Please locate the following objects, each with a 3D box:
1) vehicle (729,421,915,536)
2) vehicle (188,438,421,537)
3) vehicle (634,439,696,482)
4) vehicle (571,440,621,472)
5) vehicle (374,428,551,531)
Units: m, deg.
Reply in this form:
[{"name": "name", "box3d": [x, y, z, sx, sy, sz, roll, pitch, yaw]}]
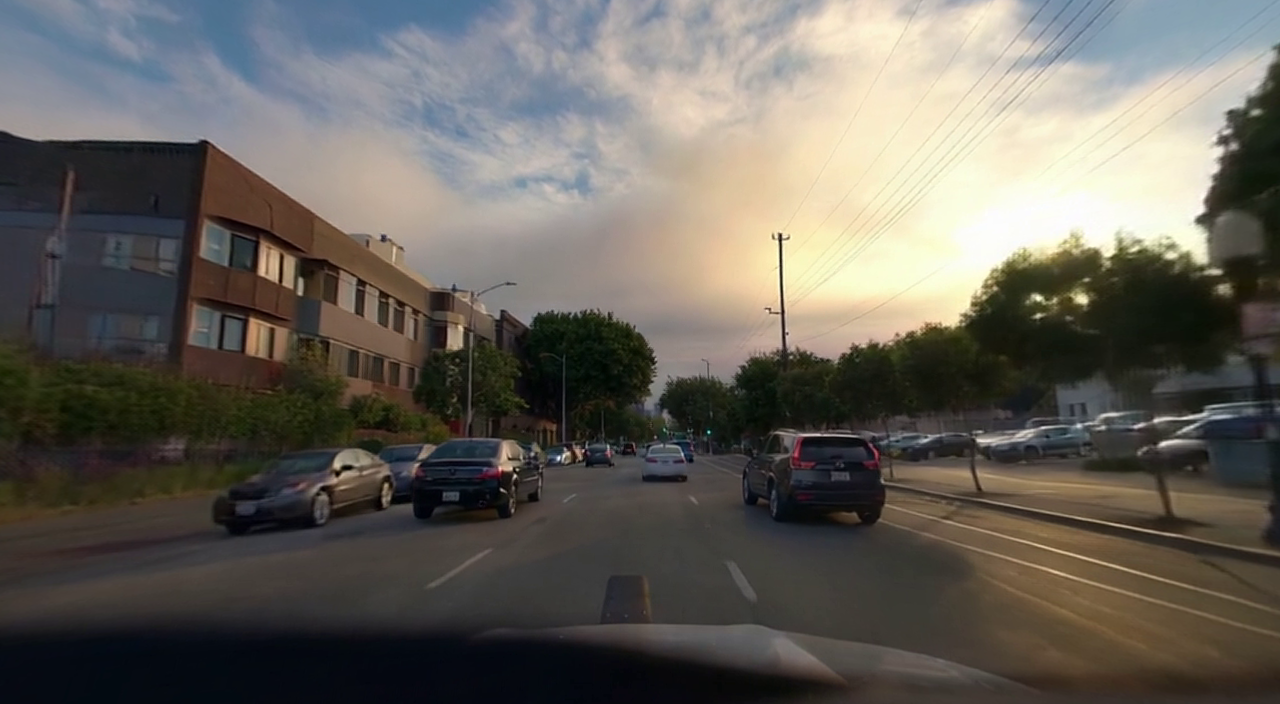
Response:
[{"name": "vehicle", "box3d": [3.036, 2.204, 11.695, 2.094, 1.709, 4.394, 0, -8, -1]}, {"name": "vehicle", "box3d": [-5.974, 2.400, 11.952, 1.863, 1.506, 4.265, 0, -8, 3]}, {"name": "vehicle", "box3d": [0.910, 4.062, 23.970, 2.139, 1.466, 4.373, 0, -8, 1]}, {"name": "vehicle", "box3d": [-2.165, 5.262, 32.292, 2.019, 1.507, 4.643, 0, -8, 3]}, {"name": "vehicle", "box3d": [-3.105, 2.295, 12.037, 2.085, 1.619, 3.976, 0, -8, 2]}]
